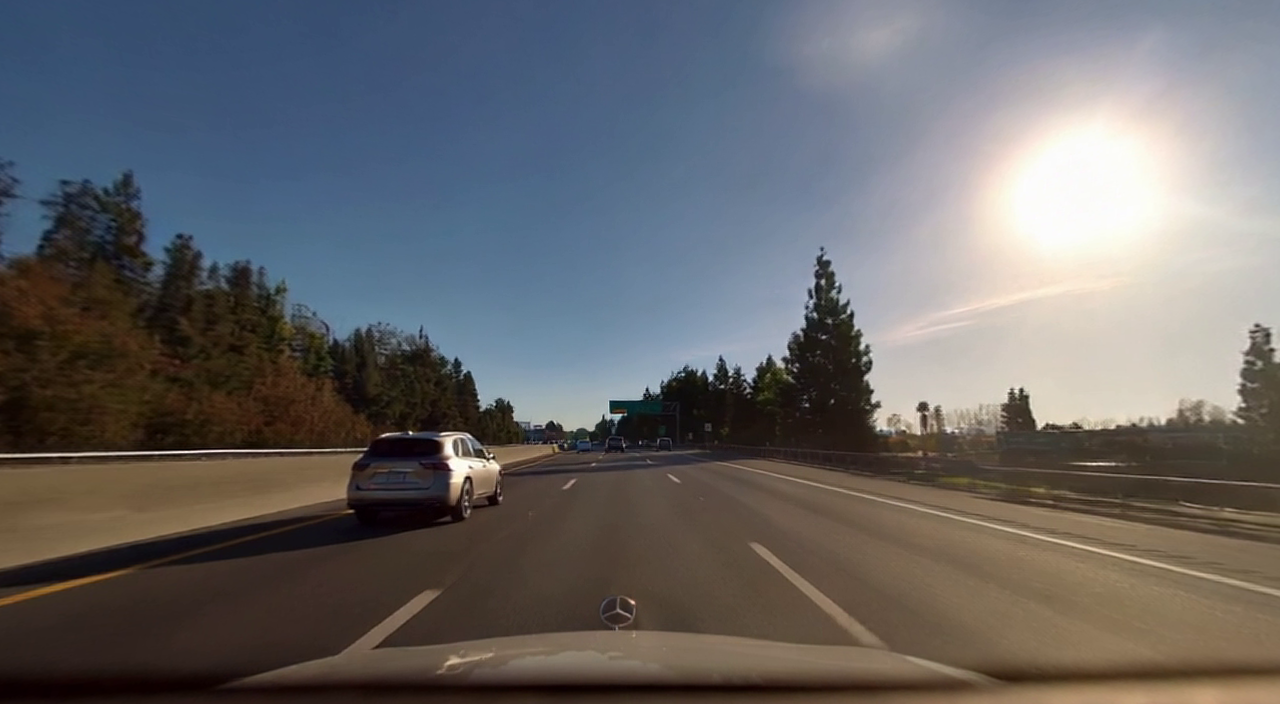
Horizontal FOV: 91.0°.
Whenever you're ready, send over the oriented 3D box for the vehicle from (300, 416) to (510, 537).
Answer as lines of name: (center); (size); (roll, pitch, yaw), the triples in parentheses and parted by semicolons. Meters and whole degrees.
vehicle: (-3.738, 2.052, 10.994); (2.074, 1.652, 4.273); (0, -8, -1)
